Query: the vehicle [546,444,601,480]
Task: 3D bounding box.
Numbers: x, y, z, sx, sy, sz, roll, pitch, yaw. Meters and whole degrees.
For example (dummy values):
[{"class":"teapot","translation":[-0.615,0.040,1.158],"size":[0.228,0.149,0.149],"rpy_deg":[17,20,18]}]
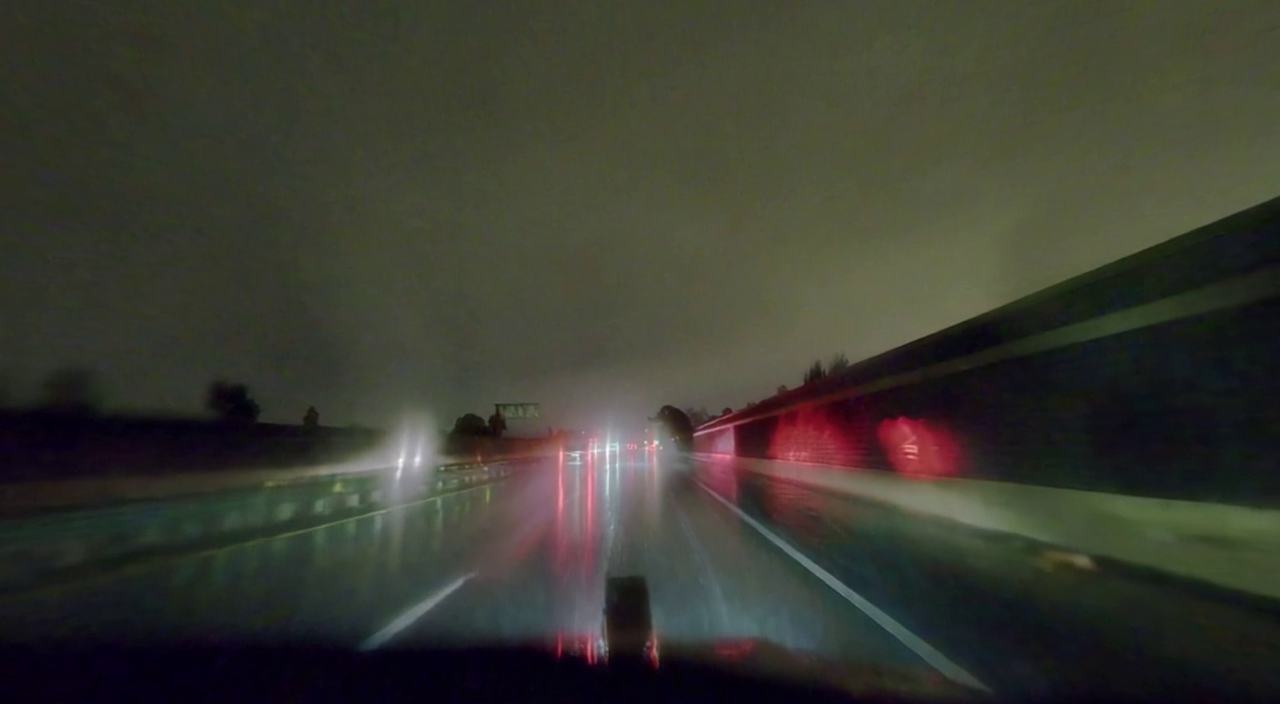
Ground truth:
[{"class":"vehicle","translation":[-2.948,4.985,28.865],"size":[2.050,1.530,4.144],"rpy_deg":[0,-8,0]}]
